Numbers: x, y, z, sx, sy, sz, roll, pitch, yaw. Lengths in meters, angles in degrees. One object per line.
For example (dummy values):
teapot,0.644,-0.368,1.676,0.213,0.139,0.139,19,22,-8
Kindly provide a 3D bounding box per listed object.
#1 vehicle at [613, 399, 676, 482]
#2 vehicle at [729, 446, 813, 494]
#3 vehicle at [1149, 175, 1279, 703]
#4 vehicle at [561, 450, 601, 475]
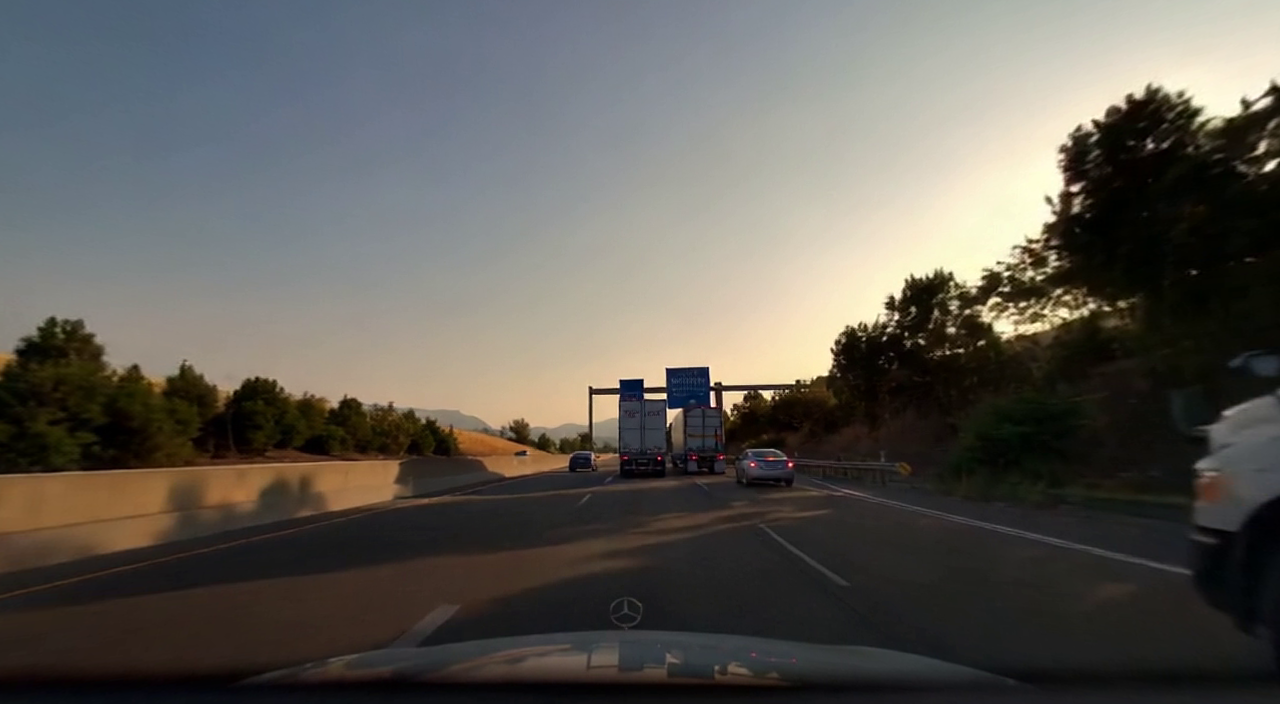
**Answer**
vehicle,0.184,4.839,34.072,2.864,3.805,9.709,0,-9,0
vehicle,4.559,4.175,22.792,2.086,1.530,4.808,0,-9,1
vehicle,4.272,0.124,0.547,2.636,2.599,5.956,0,-9,1
vehicle,-3.598,6.828,39.277,2.067,1.452,4.085,0,-9,1
